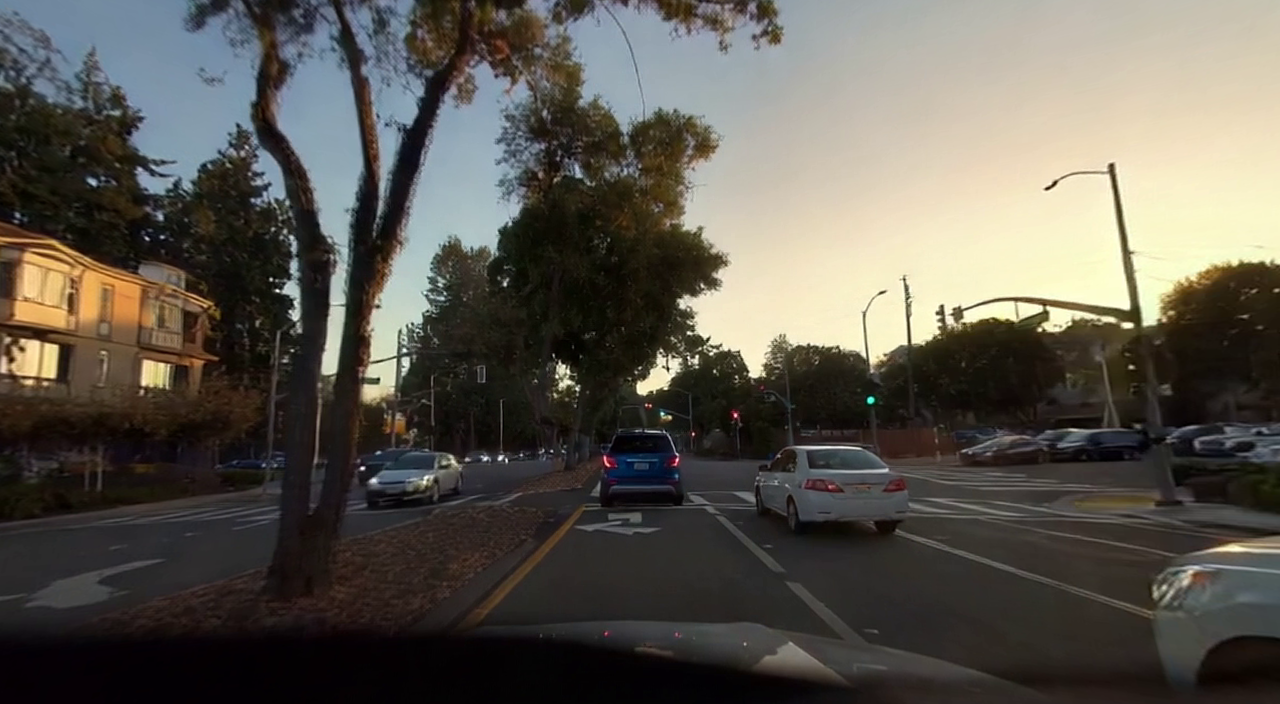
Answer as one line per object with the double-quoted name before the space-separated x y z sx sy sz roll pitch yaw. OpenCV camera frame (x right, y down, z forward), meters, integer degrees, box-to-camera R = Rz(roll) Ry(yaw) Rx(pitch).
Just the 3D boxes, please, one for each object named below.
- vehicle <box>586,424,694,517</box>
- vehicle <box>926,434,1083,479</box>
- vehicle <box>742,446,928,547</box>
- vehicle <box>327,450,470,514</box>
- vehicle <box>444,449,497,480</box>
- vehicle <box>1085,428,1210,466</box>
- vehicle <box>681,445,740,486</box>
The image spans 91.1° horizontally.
"vehicle" -0.027 2.839 15.530 2.296 1.947 4.168 0 -9 -1
"vehicle" 13.602 3.896 23.617 4.648 1.583 2.018 0 -9 -2
"vehicle" 3.283 2.490 11.634 1.900 1.478 4.425 0 -9 -2
"vehicle" -6.367 3.448 17.239 2.054 1.478 4.584 0 -9 0
"vehicle" -10.809 7.182 40.372 2.161 1.764 4.725 0 -9 -1
"vehicle" 26.611 5.005 33.045 4.704 1.919 2.130 0 -9 -2
"vehicle" 3.168 5.215 29.204 2.138 1.729 4.178 0 -9 -2
